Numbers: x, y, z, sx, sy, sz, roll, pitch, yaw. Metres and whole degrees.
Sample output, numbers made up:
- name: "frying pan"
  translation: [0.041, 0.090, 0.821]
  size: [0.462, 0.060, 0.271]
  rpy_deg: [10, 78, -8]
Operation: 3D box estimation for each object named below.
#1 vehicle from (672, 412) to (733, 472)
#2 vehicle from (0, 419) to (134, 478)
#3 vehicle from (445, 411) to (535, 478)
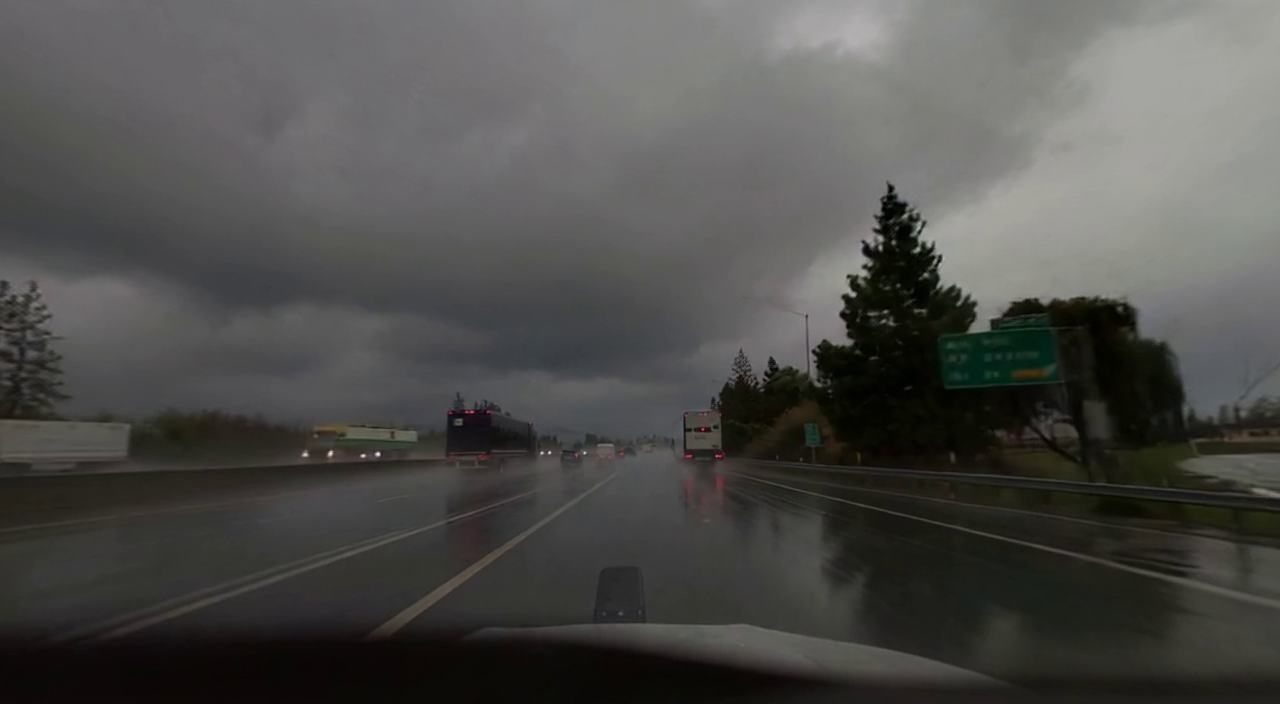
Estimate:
- name: "vehicle"
  translation: [4.119, 6.510, 45.014]
  size: [2.928, 3.595, 13.975]
  rpy_deg: [0, -9, 0]
- name: "vehicle"
  translation: [-42.195, 6.652, 43.438]
  size: [3.020, 3.707, 13.668]
  rpy_deg: [-1, -9, 2]
- name: "vehicle"
  translation: [-10.336, 6.734, 45.672]
  size: [2.891, 4.062, 14.230]
  rpy_deg: [0, -9, 1]
